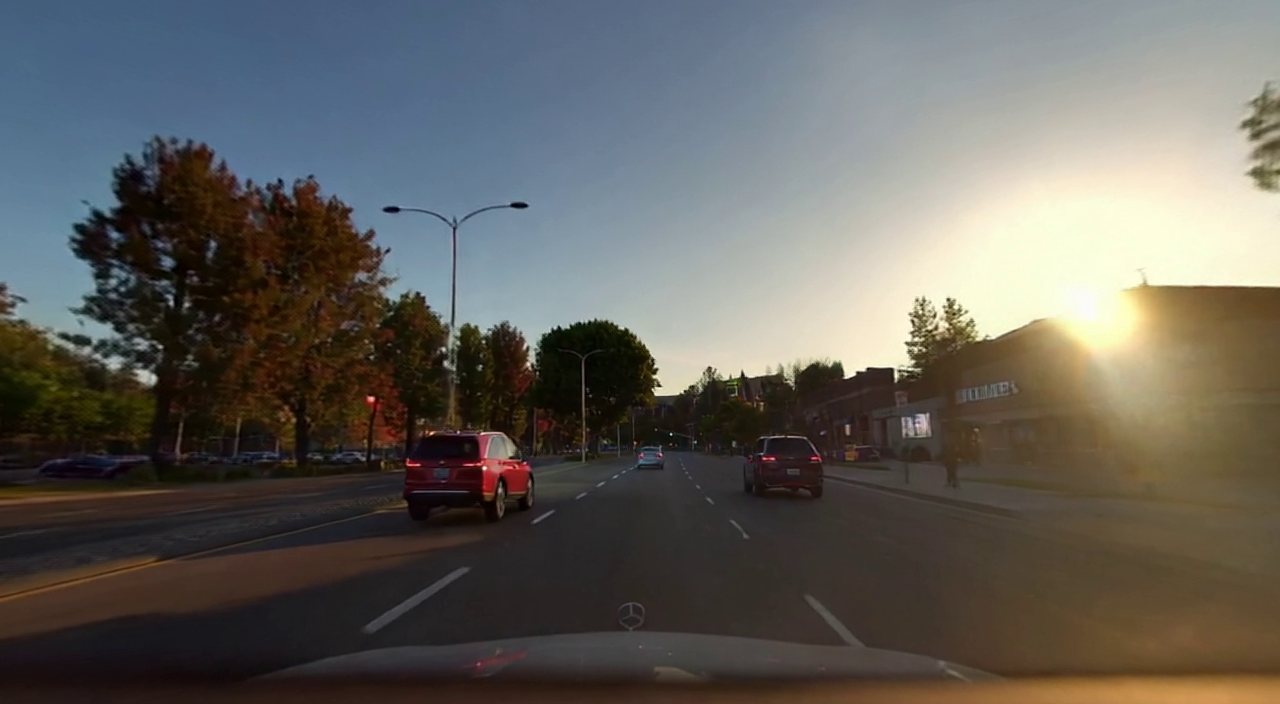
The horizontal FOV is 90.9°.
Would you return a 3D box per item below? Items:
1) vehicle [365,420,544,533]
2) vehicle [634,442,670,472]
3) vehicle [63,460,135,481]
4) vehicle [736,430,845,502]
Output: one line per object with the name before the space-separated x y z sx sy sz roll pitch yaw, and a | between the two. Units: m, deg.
vehicle | -3.358 2.343 12.511 2.047 1.810 4.414 0 -8 2
vehicle | 0.741 6.350 38.269 2.067 1.702 3.987 0 -8 2
vehicle | -42.338 9.282 49.366 3.983 1.567 1.860 0 -8 2
vehicle | 4.093 3.165 17.946 2.083 1.779 4.347 0 -8 1
